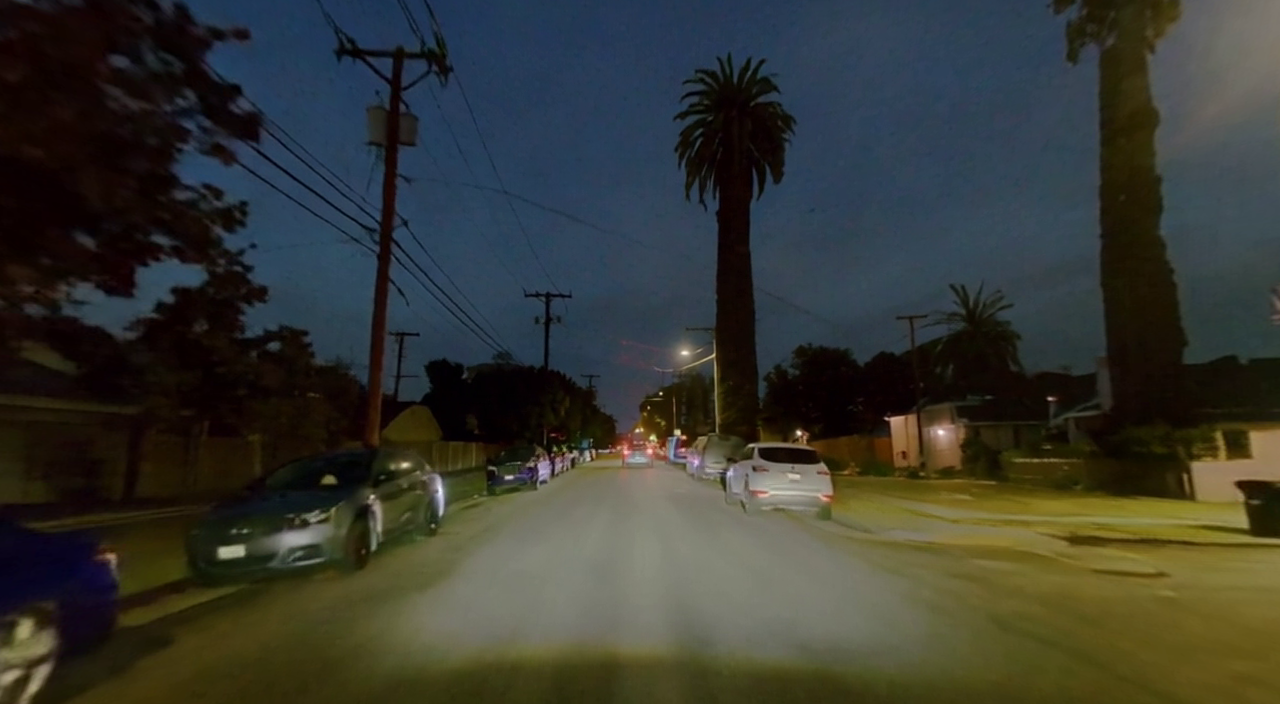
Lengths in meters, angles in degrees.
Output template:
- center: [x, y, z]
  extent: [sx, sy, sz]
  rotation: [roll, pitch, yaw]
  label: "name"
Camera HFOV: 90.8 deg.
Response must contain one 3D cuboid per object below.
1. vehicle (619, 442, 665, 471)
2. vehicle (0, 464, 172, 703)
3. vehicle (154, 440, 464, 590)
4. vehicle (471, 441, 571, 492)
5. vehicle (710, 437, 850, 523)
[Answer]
- center: [0.020, 5.775, 35.165]
  extent: [2.081, 1.483, 4.599]
  rotation: [1, -8, -6]
  label: "vehicle"
- center: [-4.115, 1.075, 1.643]
  extent: [1.875, 1.389, 5.094]
  rotation: [0, -8, 0]
  label: "vehicle"
- center: [-4.188, 2.088, 9.204]
  extent: [1.769, 1.551, 5.040]
  rotation: [0, -8, 0]
  label: "vehicle"
- center: [-3.934, 3.907, 22.021]
  extent: [2.130, 1.543, 5.386]
  rotation: [-1, -8, 3]
  label: "vehicle"
- center: [2.922, 2.785, 14.393]
  extent: [2.060, 1.614, 4.652]
  rotation: [0, -8, -1]
  label: "vehicle"
